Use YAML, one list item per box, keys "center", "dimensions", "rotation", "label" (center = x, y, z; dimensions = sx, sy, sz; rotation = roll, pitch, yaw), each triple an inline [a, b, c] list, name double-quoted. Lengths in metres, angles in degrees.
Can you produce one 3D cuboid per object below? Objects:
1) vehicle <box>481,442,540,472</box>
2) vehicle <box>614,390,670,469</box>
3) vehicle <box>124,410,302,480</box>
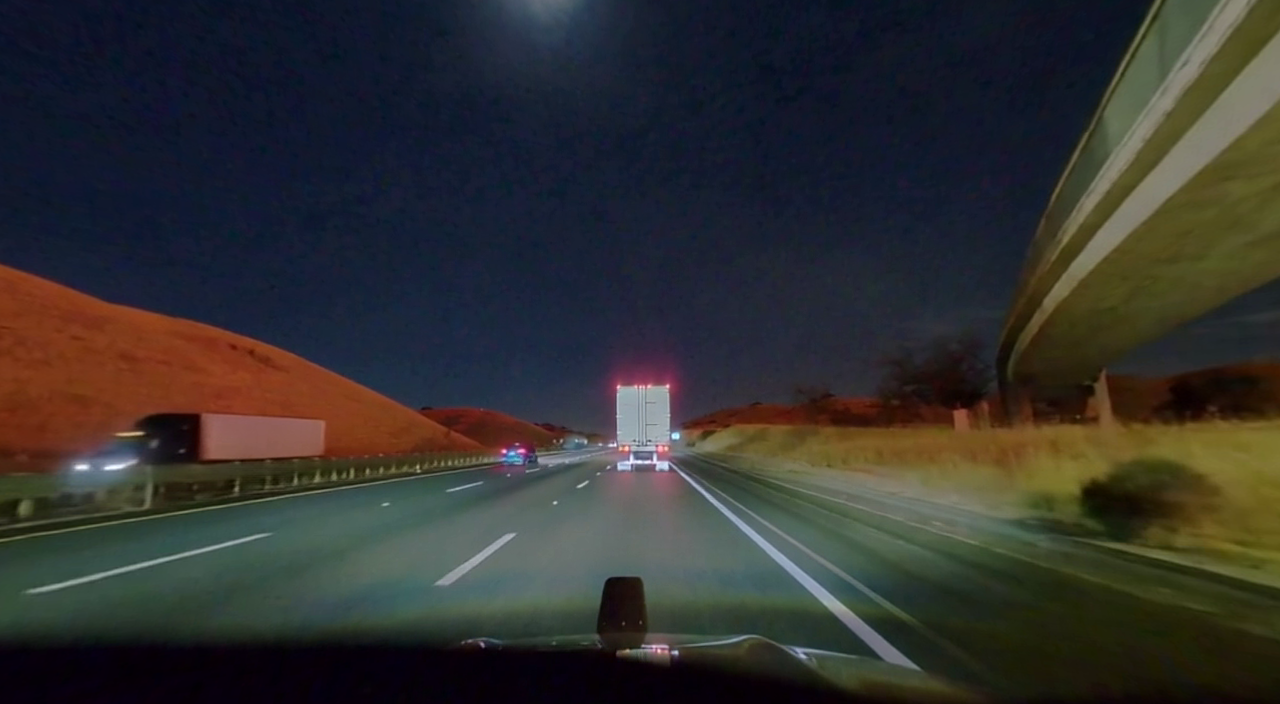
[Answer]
- center: [-6.860, 5.609, 33.933]
  dimensions: [2.078, 1.496, 4.563]
  rotation: [0, -8, 1]
  label: "vehicle"
- center: [0.103, 4.816, 38.082]
  dimensions: [2.866, 4.014, 11.261]
  rotation: [0, -8, 0]
  label: "vehicle"
- center: [-25.941, 5.834, 39.472]
  dimensions: [2.971, 3.747, 10.999]
  rotation: [-1, -9, 3]
  label: "vehicle"
